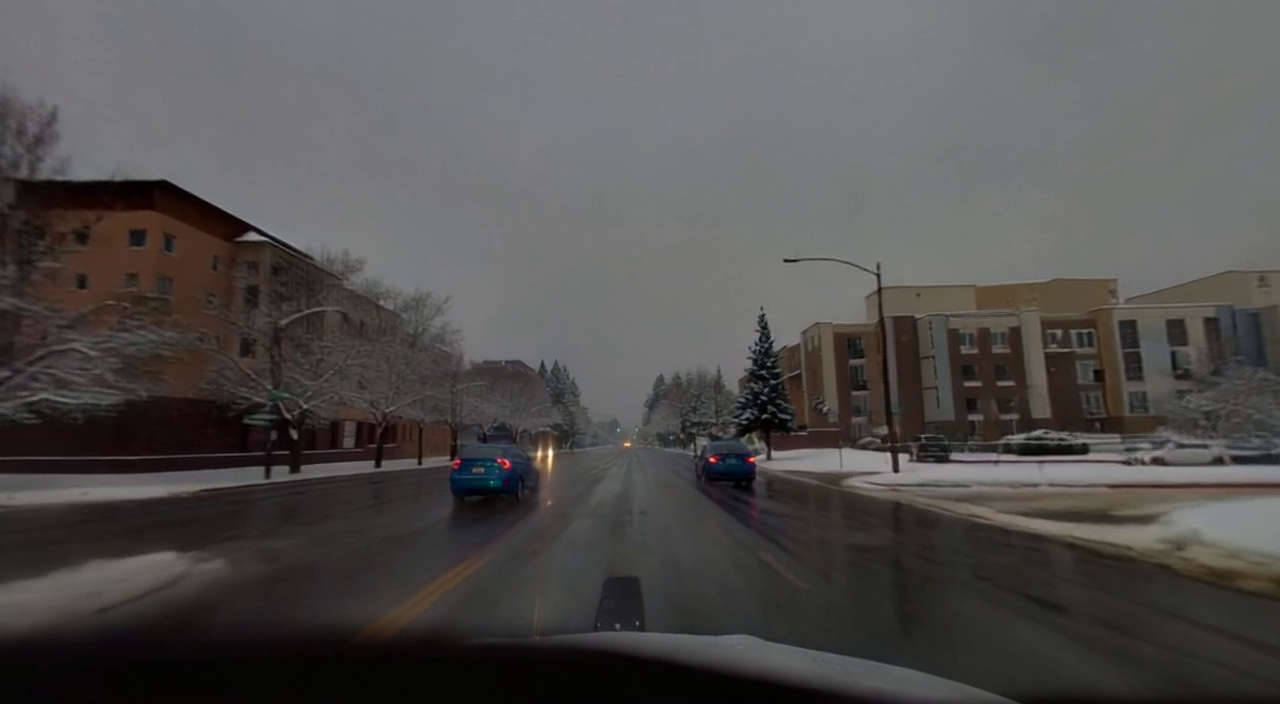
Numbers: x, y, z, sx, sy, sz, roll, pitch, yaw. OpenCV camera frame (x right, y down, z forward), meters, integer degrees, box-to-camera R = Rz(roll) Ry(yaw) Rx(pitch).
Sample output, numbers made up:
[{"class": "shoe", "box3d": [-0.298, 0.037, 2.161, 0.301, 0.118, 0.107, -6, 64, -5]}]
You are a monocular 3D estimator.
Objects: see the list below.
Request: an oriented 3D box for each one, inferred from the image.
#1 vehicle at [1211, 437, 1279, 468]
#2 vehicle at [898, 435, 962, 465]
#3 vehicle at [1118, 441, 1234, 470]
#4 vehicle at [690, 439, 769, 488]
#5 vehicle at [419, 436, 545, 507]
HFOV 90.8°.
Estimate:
[{"class": "vehicle", "box3d": [33.992, 5.406, 34.009, 4.516, 1.579, 1.908, 0, -8, 1]}, {"class": "vehicle", "box3d": [19.455, 6.594, 42.621, 1.961, 1.861, 4.757, 0, -8, -1]}, {"class": "vehicle", "box3d": [28.774, 5.564, 34.003, 4.560, 1.475, 1.914, 0, -8, -2]}, {"class": "vehicle", "box3d": [2.927, 3.752, 21.624, 1.978, 1.471, 4.426, 0, -8, -1]}, {"class": "vehicle", "box3d": [-3.749, 2.914, 15.825, 2.062, 1.527, 4.044, 0, -8, 0]}]
